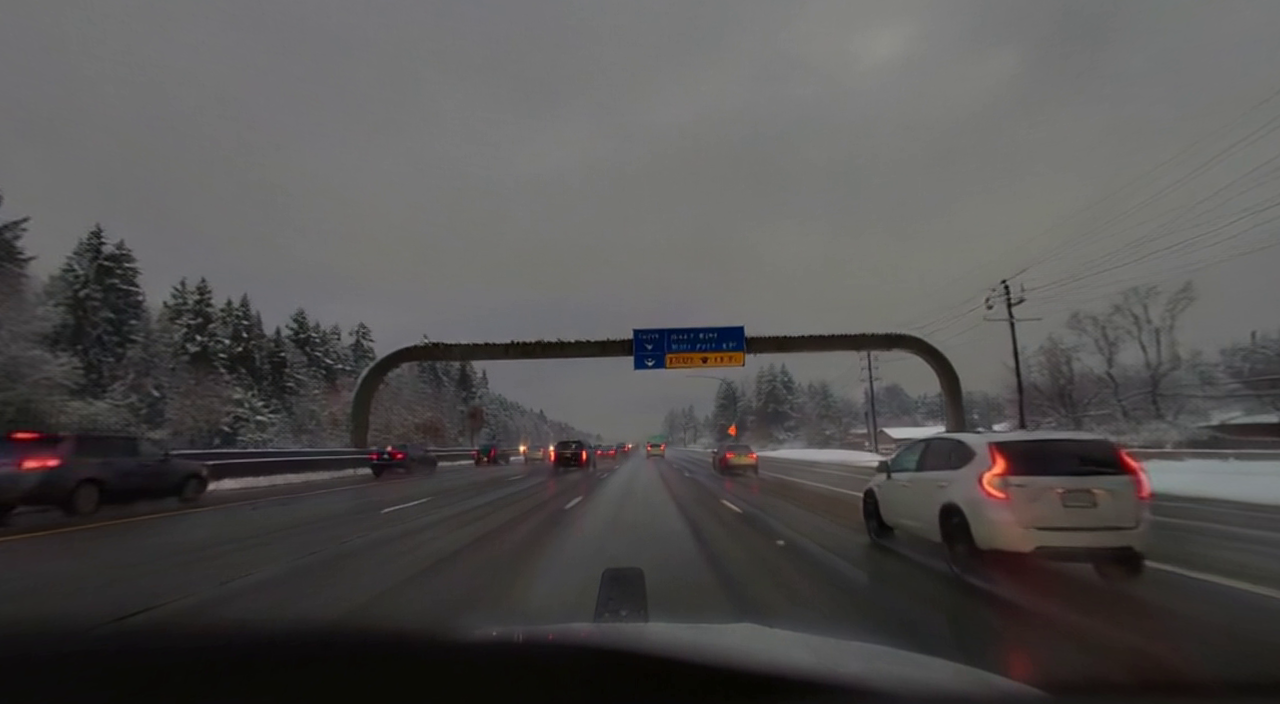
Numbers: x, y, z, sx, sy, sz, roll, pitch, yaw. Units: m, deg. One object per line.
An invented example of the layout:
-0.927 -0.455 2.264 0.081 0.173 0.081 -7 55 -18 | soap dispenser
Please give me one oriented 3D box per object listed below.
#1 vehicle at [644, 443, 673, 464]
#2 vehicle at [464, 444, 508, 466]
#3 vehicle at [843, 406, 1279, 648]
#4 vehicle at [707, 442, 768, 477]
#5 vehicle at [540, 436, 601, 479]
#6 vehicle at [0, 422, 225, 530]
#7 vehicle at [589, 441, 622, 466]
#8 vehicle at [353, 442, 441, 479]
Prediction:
1.399 7.950 49.741 2.220 1.575 4.332 0 -8 0 | vehicle
-10.799 7.210 44.481 1.877 1.458 4.543 0 -8 1 | vehicle
3.827 1.471 6.401 2.036 1.580 4.360 0 -8 0 | vehicle
4.445 4.968 29.437 2.022 1.472 4.678 0 -8 -1 | vehicle
-3.039 4.723 28.577 2.133 1.775 4.530 0 -8 1 | vehicle
-10.791 2.313 12.342 2.137 1.690 4.630 0 -8 1 | vehicle
-2.478 7.456 46.522 2.133 1.668 4.505 0 -8 1 | vehicle
-10.546 4.713 27.737 1.926 1.479 4.688 0 -8 1 | vehicle
